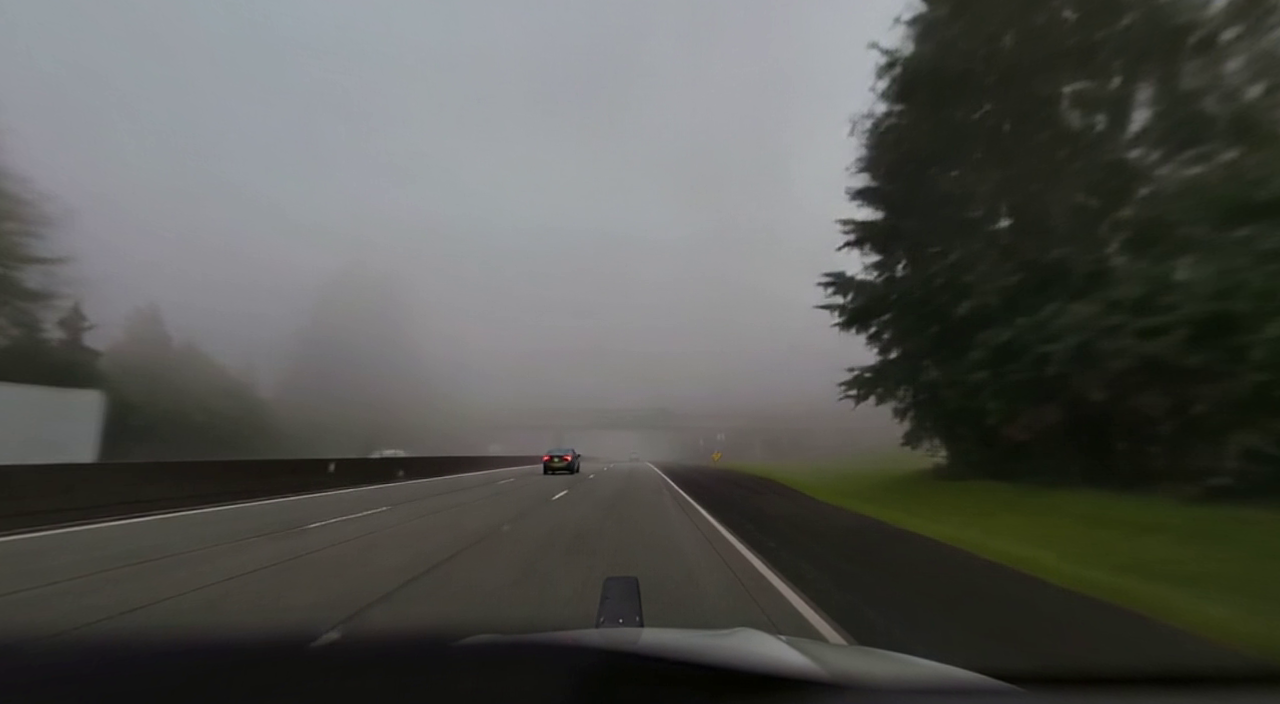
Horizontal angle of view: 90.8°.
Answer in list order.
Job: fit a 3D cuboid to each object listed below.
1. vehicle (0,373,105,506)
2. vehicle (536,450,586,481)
[{"bbox_3d":[-20.120,1.919,14.392,2.907,3.842,14.891,0,-9,0],"label":"vehicle"},{"bbox_3d":[-4.027,5.843,32.828,1.992,1.504,4.117,0,-9,1],"label":"vehicle"}]
